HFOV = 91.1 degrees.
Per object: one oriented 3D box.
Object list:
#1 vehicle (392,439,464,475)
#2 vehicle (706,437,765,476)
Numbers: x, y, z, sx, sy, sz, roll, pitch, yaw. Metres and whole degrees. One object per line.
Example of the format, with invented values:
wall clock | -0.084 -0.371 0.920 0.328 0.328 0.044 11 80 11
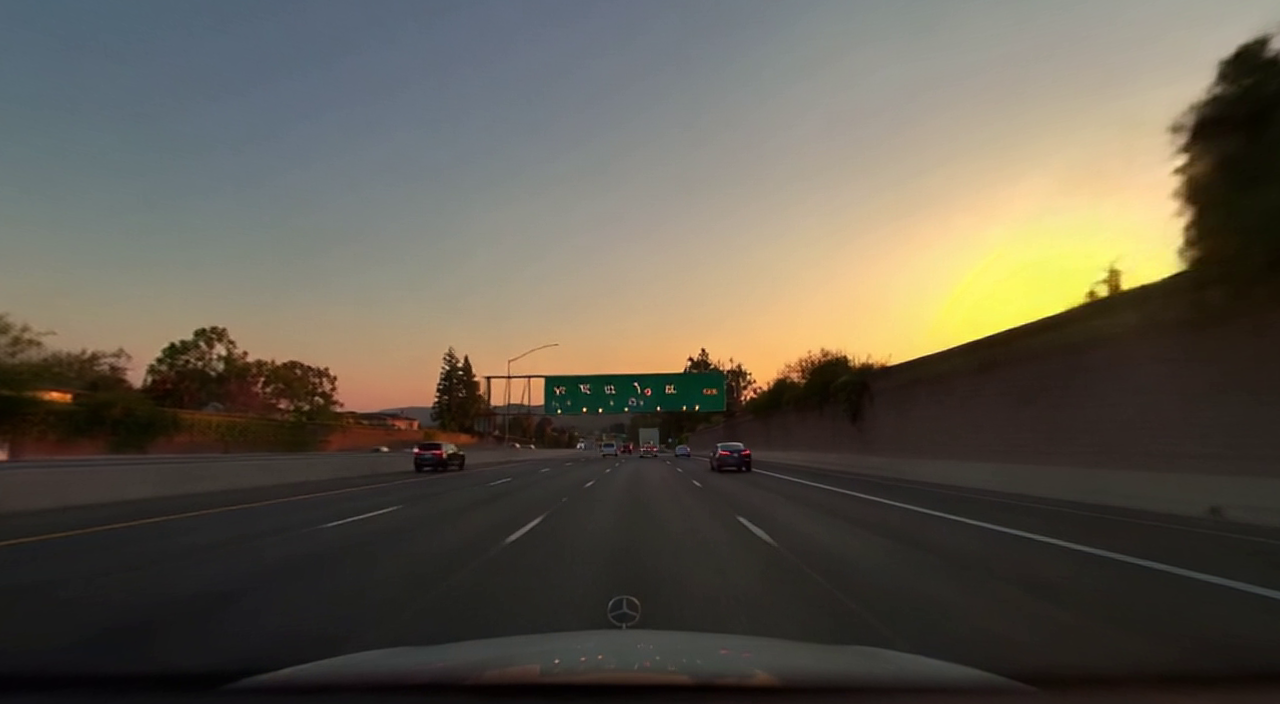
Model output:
vehicle | -10.780 5.355 32.338 1.998 1.712 4.671 0 -9 1
vehicle | 4.303 4.794 28.996 2.046 1.655 4.143 0 -8 0
